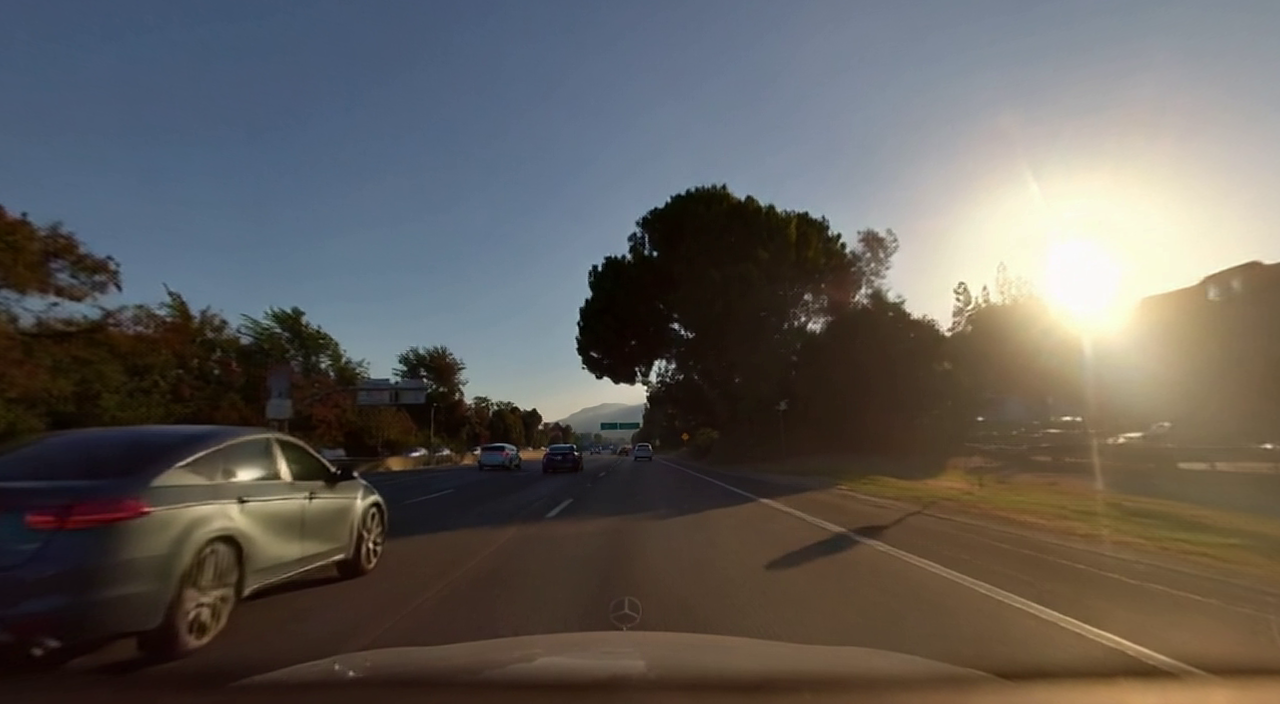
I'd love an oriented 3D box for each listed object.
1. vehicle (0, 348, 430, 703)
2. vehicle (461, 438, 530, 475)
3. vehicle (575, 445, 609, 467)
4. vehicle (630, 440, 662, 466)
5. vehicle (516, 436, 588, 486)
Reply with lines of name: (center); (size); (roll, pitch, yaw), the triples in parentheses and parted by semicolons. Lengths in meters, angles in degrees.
vehicle: (-3.492, 1.152, 4.647); (2.040, 1.672, 5.122); (0, -8, 1)
vehicle: (-7.199, 5.269, 31.935); (2.134, 1.715, 5.231); (0, -8, 1)
vehicle: (-3.304, 7.183, 43.516); (2.055, 1.431, 3.921); (0, -8, 0)
vehicle: (0.474, 7.561, 47.152); (2.285, 1.797, 4.478); (0, -8, 0)
vehicle: (-3.177, 4.032, 23.567); (2.056, 1.679, 4.204); (0, -8, 1)
